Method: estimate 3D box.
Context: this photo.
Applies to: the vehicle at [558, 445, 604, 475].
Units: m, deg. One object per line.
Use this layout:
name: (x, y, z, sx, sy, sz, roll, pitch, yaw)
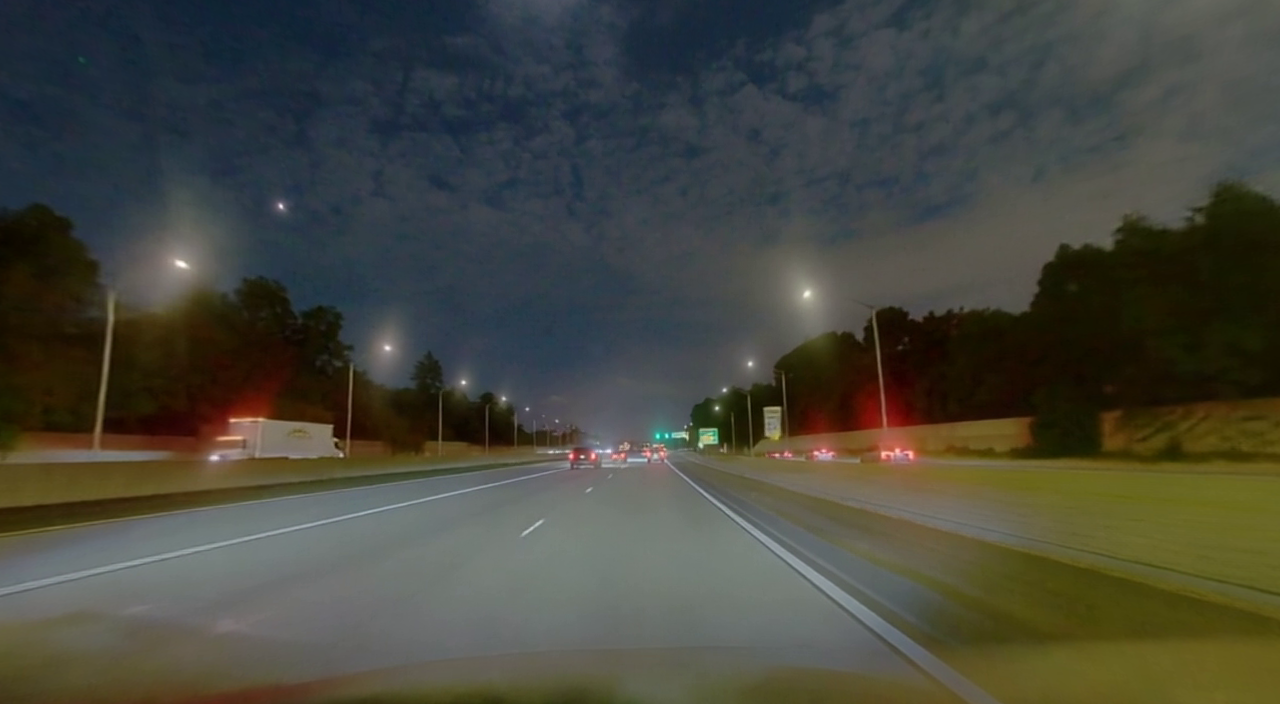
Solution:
vehicle: (-3.488, 6.528, 38.158, 2.263, 1.696, 4.321, 0, -9, 2)
